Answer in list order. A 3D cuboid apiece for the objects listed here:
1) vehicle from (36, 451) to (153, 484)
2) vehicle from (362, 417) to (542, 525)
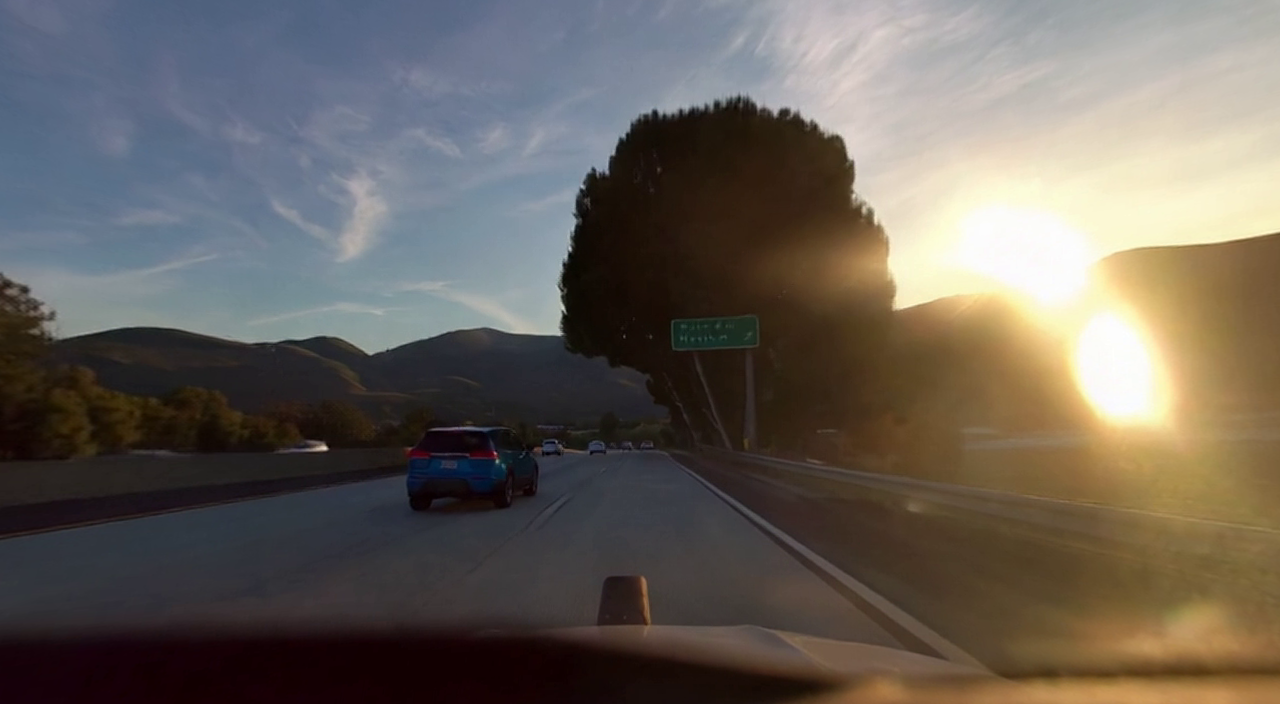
[{"bbox_3d":[-28.246,5.969,32.902,1.795,1.482,4.774,-1,-8,0],"label":"vehicle"},{"bbox_3d":[-3.390,2.232,12.453,2.138,1.718,4.415,-1,-8,1],"label":"vehicle"}]
